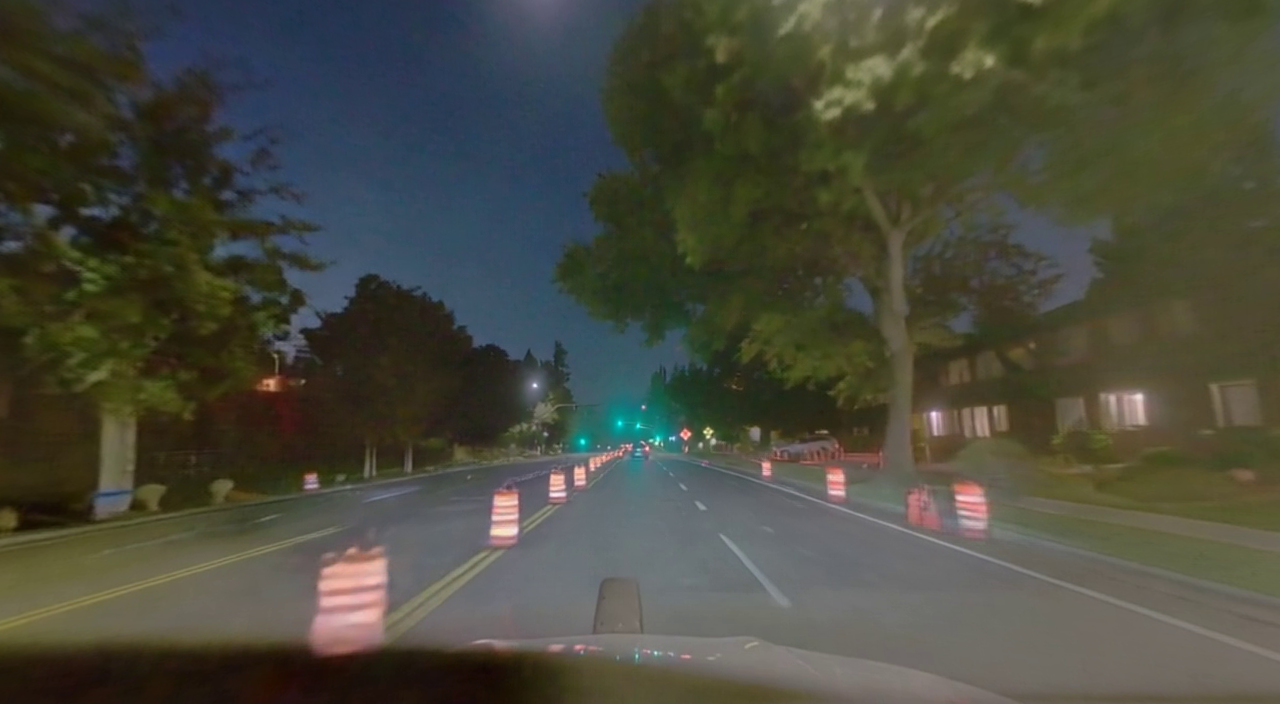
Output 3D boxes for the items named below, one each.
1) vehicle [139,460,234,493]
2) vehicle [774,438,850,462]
[{"bbox_3d":[-23.542,6.448,32.921,1.952,1.511,4.147,0,-9,-2],"label":"vehicle"},{"bbox_3d":[11.000,6.324,40.517,4.463,1.466,1.813,-1,-9,5],"label":"vehicle"}]
